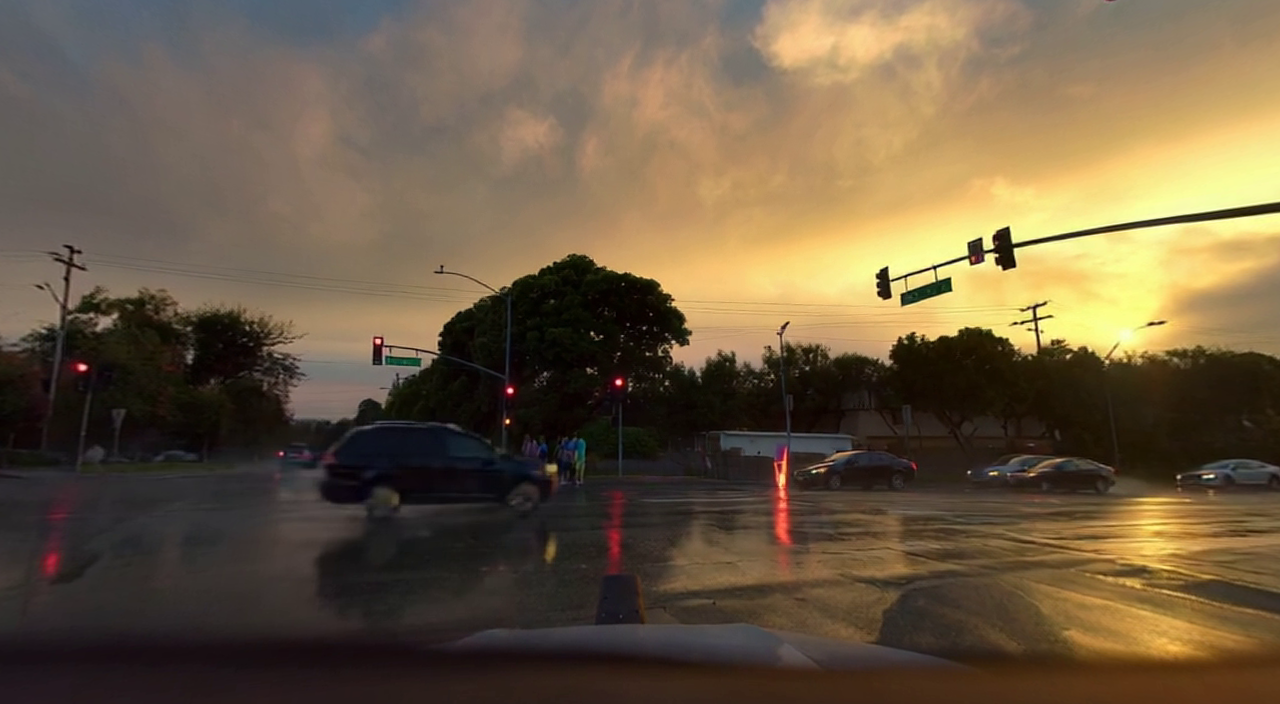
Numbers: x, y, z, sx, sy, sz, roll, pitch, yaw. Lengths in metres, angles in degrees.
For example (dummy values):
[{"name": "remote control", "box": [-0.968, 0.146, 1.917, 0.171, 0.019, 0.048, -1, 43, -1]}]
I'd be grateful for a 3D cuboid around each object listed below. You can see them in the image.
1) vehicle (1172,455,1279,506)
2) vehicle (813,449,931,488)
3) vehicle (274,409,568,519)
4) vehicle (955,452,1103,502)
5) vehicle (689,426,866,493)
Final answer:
[{"name": "vehicle", "box": [23.925, 5.026, 24.901, 4.322, 1.522, 1.795, -3, -9, -10]}, {"name": "vehicle", "box": [10.224, 5.130, 27.897, 4.537, 1.608, 1.827, 2, -9, -9]}, {"name": "vehicle", "box": [-3.843, 2.040, 11.701, 4.633, 1.739, 2.090, 3, -9, -17]}, {"name": "vehicle", "box": [14.532, 4.642, 23.665, 4.356, 1.498, 1.957, -2, -8, -7]}, {"name": "vehicle", "box": [4.694, 3.706, 21.750, 5.535, 1.896, 2.170, 5, -9, -11]}]
